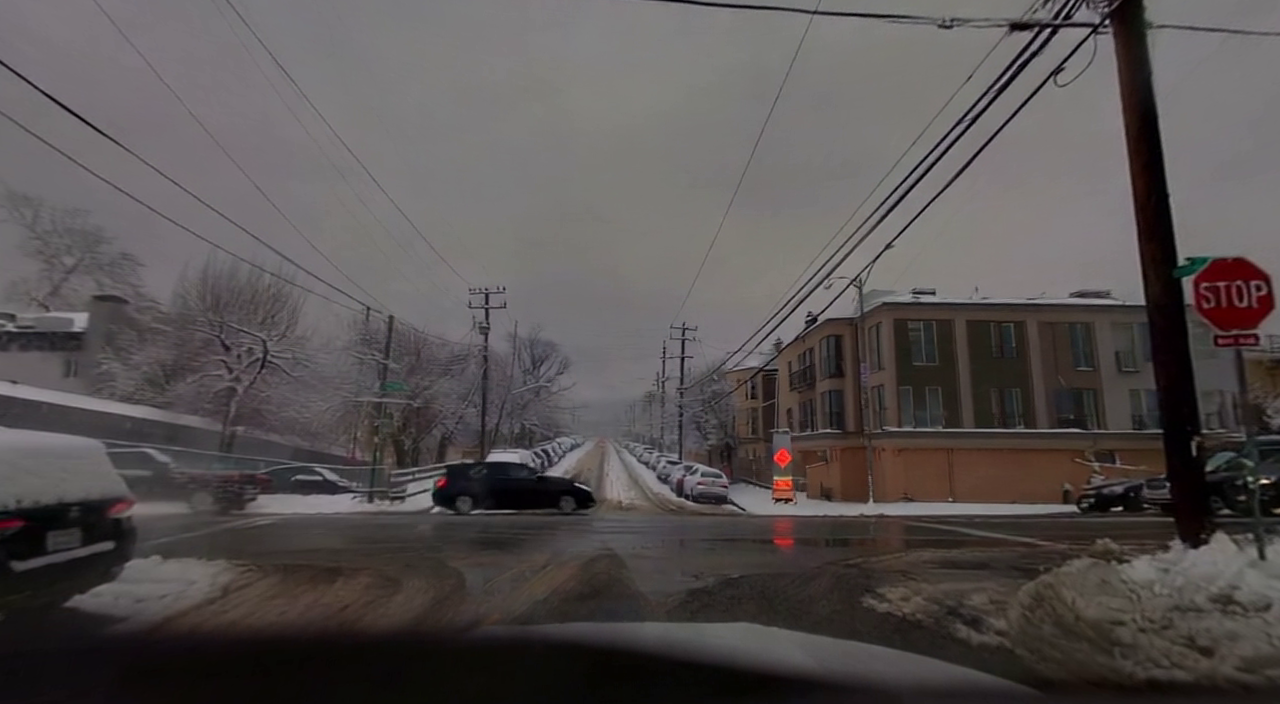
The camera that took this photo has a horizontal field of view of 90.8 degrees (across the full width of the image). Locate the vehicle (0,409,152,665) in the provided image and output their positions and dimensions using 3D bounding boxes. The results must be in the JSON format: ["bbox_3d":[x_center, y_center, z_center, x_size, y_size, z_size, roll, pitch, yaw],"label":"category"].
[{"bbox_3d":[-6.679,1.036,4.114,5.025,1.648,2.055,5,-12,-4],"label":"vehicle"}]

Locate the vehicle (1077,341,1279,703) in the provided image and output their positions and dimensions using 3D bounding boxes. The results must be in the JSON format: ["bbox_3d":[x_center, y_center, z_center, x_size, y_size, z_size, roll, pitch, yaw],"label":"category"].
[{"bbox_3d":[4.461,0.836,2.194,4.416,1.750,2.011,0,-8,-4],"label":"vehicle"}]

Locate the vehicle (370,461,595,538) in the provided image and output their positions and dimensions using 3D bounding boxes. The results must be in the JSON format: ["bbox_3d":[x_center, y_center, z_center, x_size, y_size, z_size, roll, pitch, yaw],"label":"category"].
[{"bbox_3d":[-3.289,3.199,14.019,4.549,1.497,1.887,0,-8,-4],"label":"vehicle"}]

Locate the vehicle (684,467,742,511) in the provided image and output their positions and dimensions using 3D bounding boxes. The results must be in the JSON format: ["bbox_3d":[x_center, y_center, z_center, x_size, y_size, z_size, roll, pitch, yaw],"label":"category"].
[{"bbox_3d":[3.411,6.506,30.309,2.007,1.804,4.136,1,-8,-4],"label":"vehicle"}]
